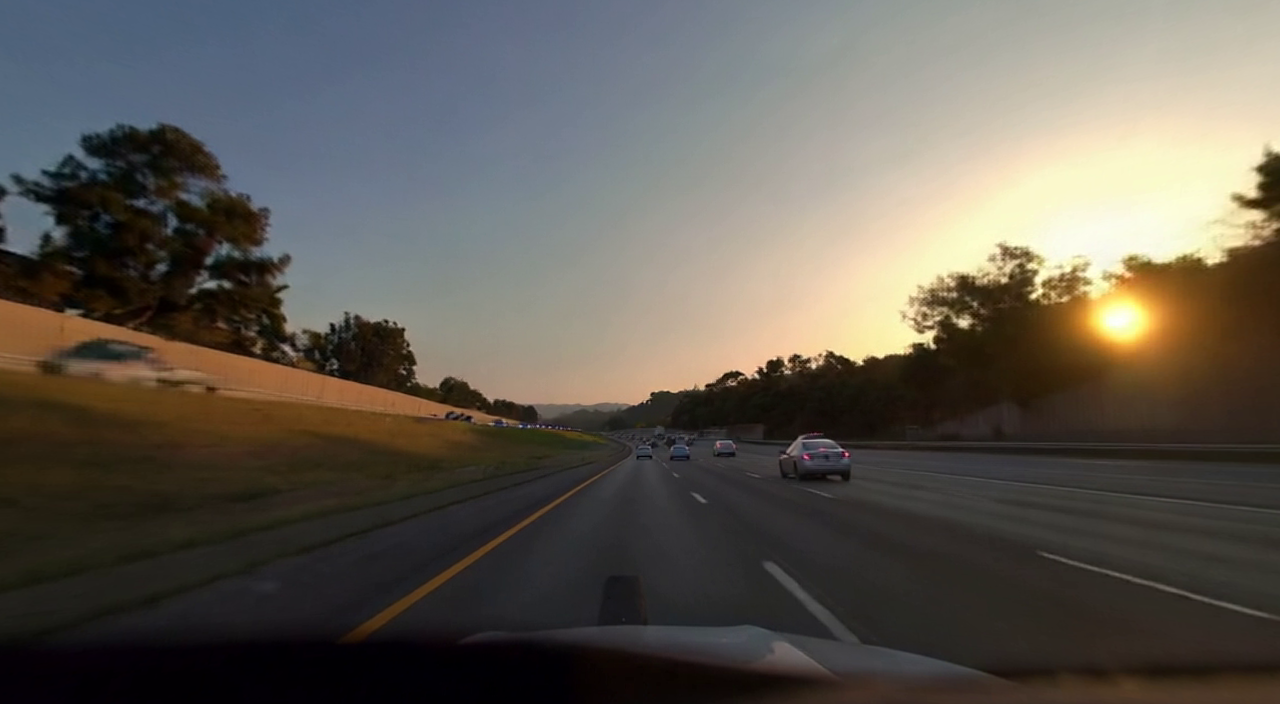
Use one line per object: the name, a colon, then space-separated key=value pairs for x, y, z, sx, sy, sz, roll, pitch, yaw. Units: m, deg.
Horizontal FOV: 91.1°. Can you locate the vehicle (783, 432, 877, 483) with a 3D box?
vehicle: x=7.035 y=3.950 z=23.830 sx=2.048 sy=1.697 sz=4.689 roll=0 pitch=-8 yaw=0
